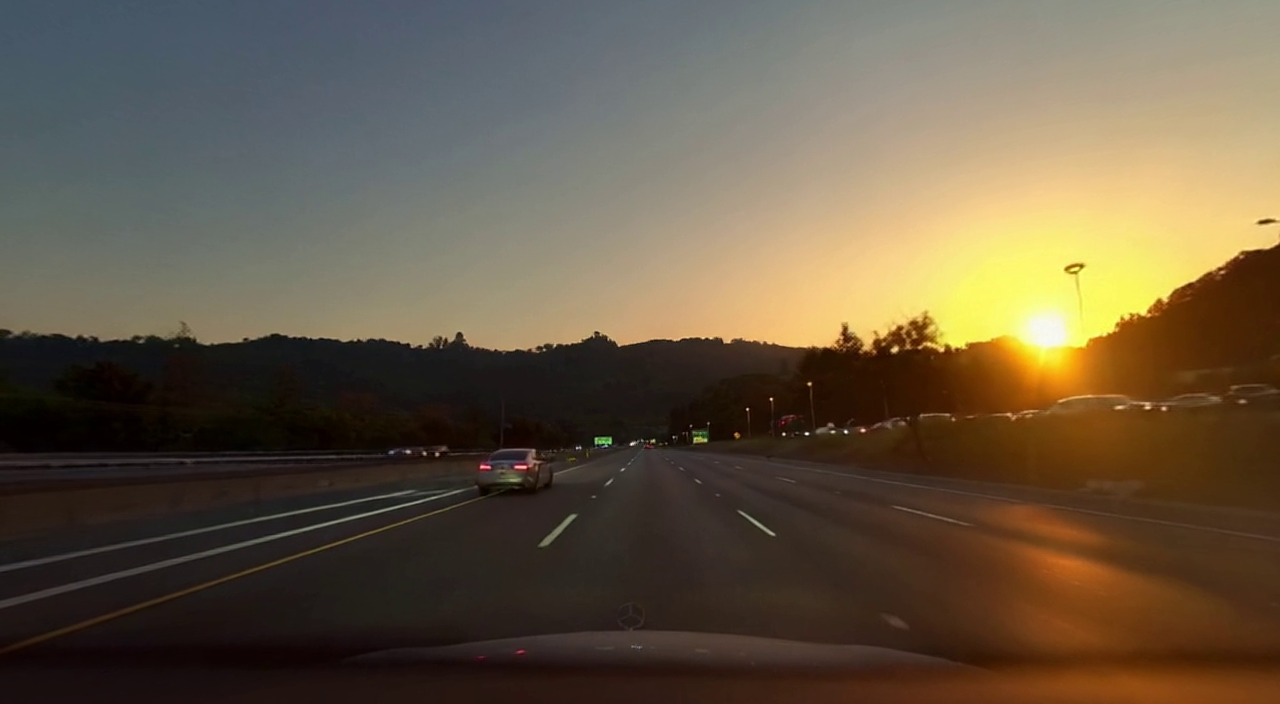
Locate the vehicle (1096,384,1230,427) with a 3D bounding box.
[{"bbox_3d":[20.947,2.207,25.465,3.860,1.519,1.697,-6,-10,33],"label":"vehicle"}]

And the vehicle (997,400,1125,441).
[{"bbox_3d":[19.711,3.285,29.632,4.728,1.706,1.975,-7,-11,36],"label":"vehicle"}]

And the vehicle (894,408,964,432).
[{"bbox_3d":[21.524,5.098,46.935,4.459,1.642,1.856,-5,-10,30],"label":"vehicle"}]

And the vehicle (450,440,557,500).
[{"bbox_3d":[-3.798,3.369,18.425,2.021,1.526,4.385,0,-8,2],"label":"vehicle"}]
